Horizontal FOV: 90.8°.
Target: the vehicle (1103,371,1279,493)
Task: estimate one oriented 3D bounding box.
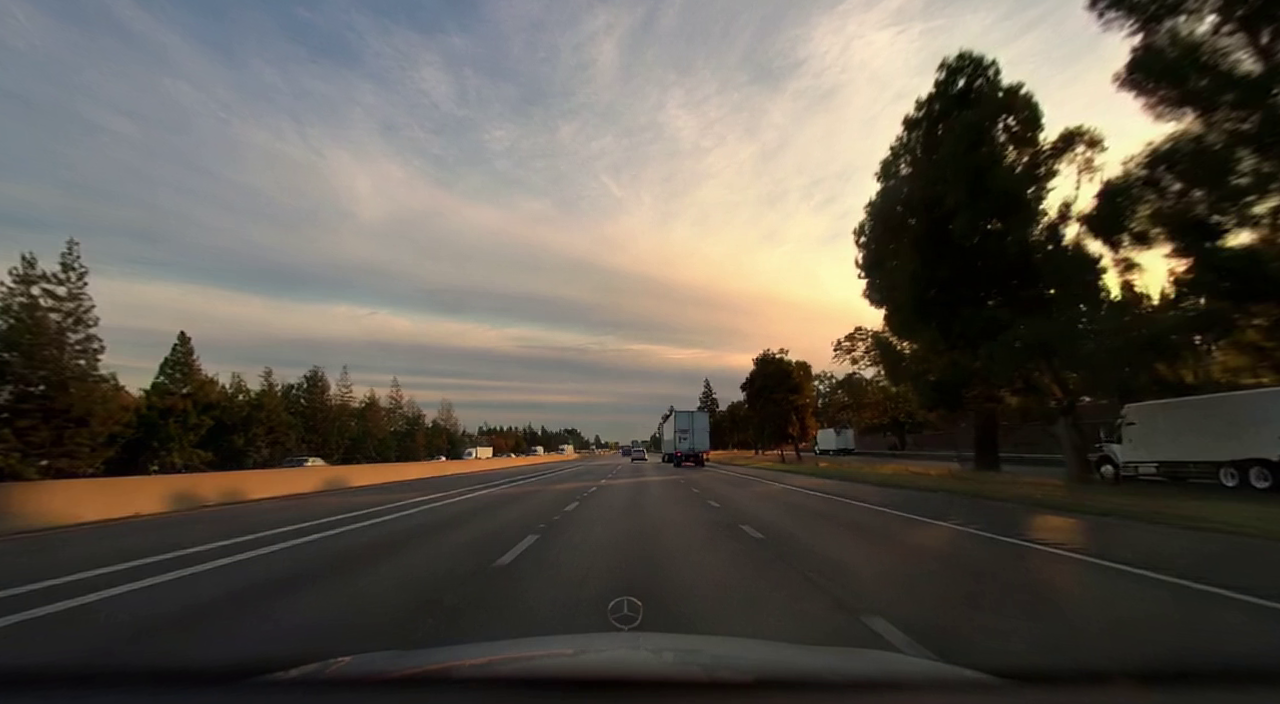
[{"bbox_3d":[21.040,2.796,21.469,2.926,3.647,10.810,-1,-9,4],"label":"vehicle"}]
